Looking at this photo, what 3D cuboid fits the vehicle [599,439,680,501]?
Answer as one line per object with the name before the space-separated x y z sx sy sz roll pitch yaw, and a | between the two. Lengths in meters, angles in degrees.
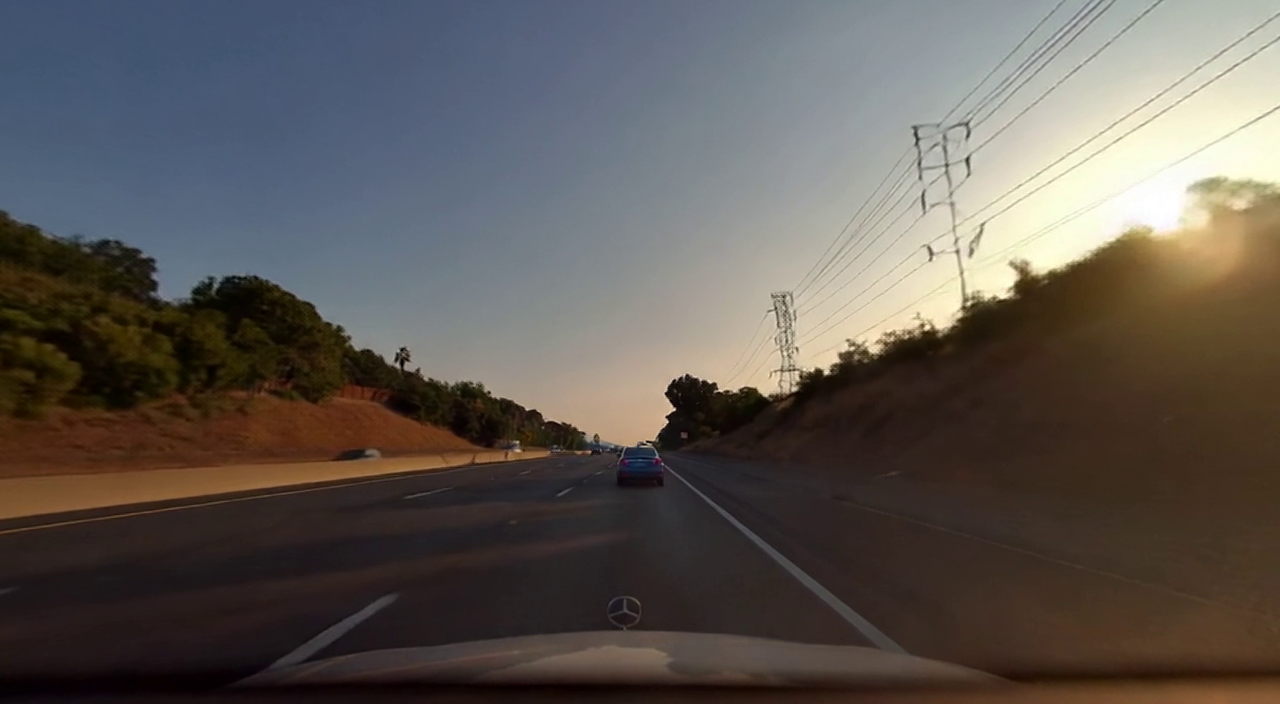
vehicle | -0.048 3.201 17.491 1.966 1.499 4.298 0 -9 -1
